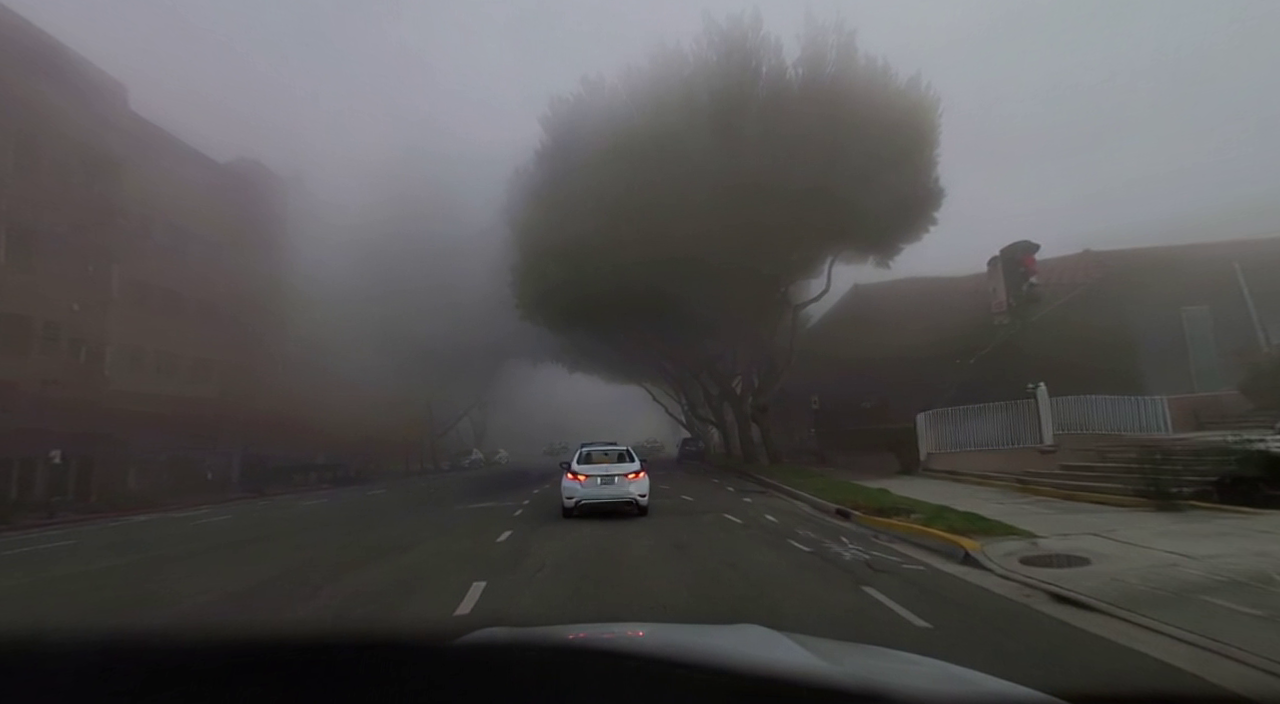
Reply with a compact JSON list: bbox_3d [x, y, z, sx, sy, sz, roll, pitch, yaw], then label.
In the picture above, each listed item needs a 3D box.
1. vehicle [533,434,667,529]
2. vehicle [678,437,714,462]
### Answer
[{"bbox_3d":[-0.746,2.378,12.260,2.116,1.479,4.358,0,-8,-3],"label":"vehicle"},{"bbox_3d":[3.467,6.095,39.641,1.972,1.484,3.974,0,-8,1],"label":"vehicle"}]
